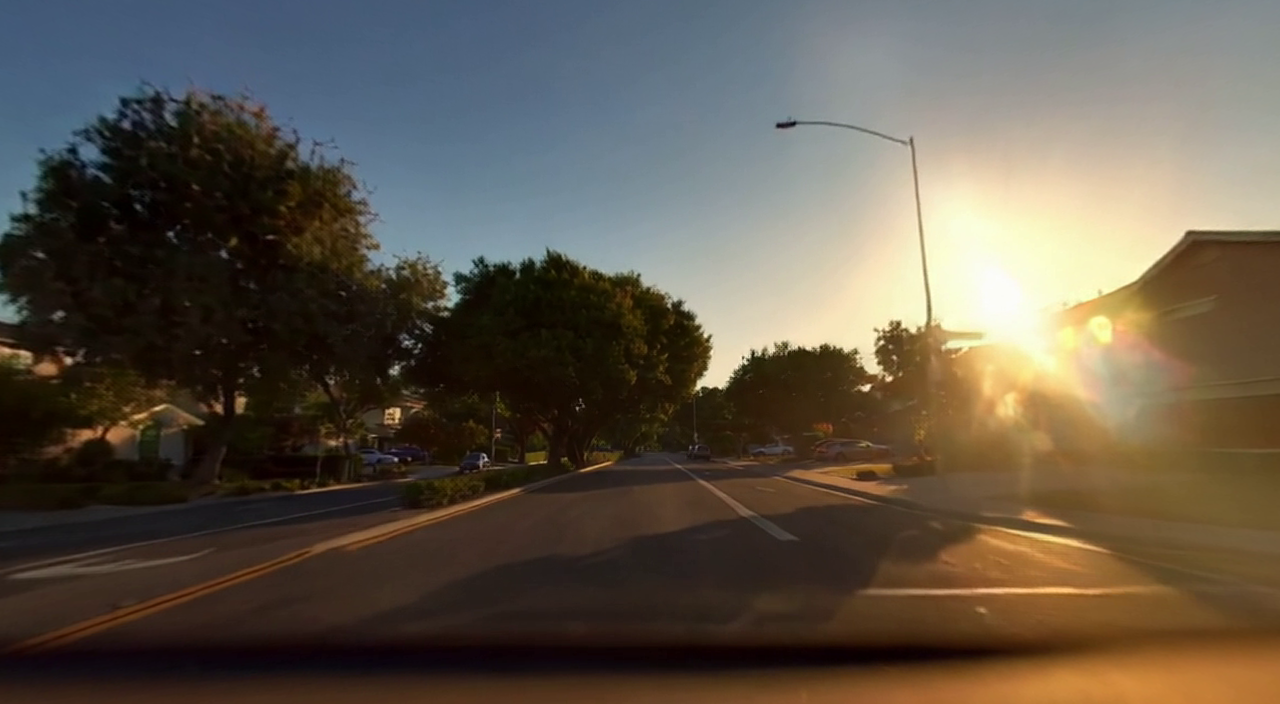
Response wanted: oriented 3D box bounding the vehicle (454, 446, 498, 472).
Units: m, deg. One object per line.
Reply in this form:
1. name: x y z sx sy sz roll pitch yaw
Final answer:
1. vehicle: -11.341 7.447 43.933 2.020 1.691 4.308 -1 -10 -2

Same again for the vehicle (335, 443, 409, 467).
1. vehicle: -21.108 8.112 49.863 4.830 1.857 2.183 -1 -8 2

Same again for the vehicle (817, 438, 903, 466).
1. vehicle: 14.047 6.398 40.571 4.775 1.524 1.983 -3 -9 3
